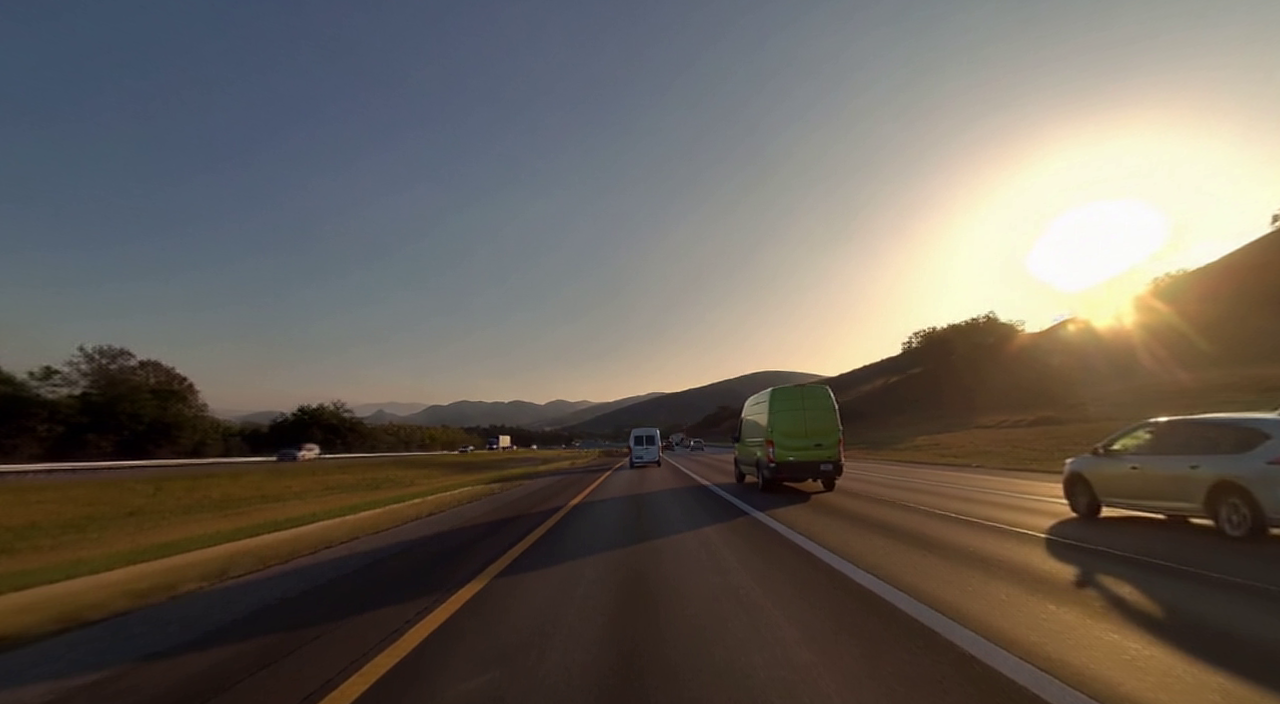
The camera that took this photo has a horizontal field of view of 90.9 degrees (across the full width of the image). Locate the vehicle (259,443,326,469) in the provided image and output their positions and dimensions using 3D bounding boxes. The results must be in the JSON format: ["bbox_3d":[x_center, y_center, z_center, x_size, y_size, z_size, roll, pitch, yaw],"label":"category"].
[{"bbox_3d":[-24.592,7.367,44.859,2.012,1.697,4.756,0,-8,1],"label":"vehicle"}]

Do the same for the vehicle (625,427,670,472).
[{"bbox_3d":[0.364,4.930,32.130,2.131,2.122,4.473,0,-8,0],"label":"vehicle"}]

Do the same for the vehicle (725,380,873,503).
[{"bbox_3d":[3.877,2.379,16.858,2.302,2.670,6.176,0,-8,0],"label":"vehicle"}]

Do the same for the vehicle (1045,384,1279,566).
[{"bbox_3d":[7.946,1.509,8.091,2.240,1.925,4.854,0,-8,0],"label":"vehicle"}]
